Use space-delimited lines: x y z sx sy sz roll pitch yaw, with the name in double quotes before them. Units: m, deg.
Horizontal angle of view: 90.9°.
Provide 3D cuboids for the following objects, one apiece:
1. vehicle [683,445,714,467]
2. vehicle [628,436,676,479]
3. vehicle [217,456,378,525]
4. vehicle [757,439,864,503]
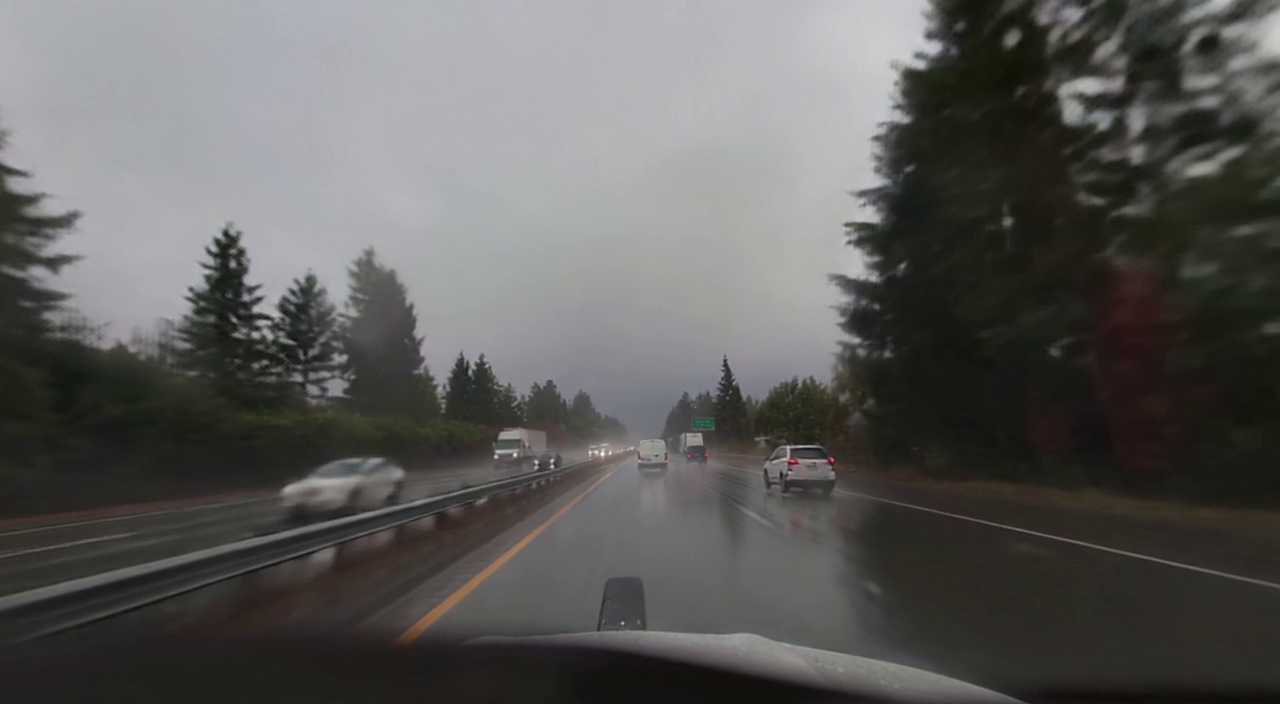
"vehicle" 4.570 8.225 49.918 1.961 1.689 3.971 0 -9 -1
"vehicle" 0.547 5.088 30.570 2.143 1.925 4.101 0 -9 0
"vehicle" -8.598 3.477 16.315 1.884 1.486 3.974 0 -9 1
"vehicle" 4.553 3.206 17.383 1.868 1.566 3.509 0 -9 -1
